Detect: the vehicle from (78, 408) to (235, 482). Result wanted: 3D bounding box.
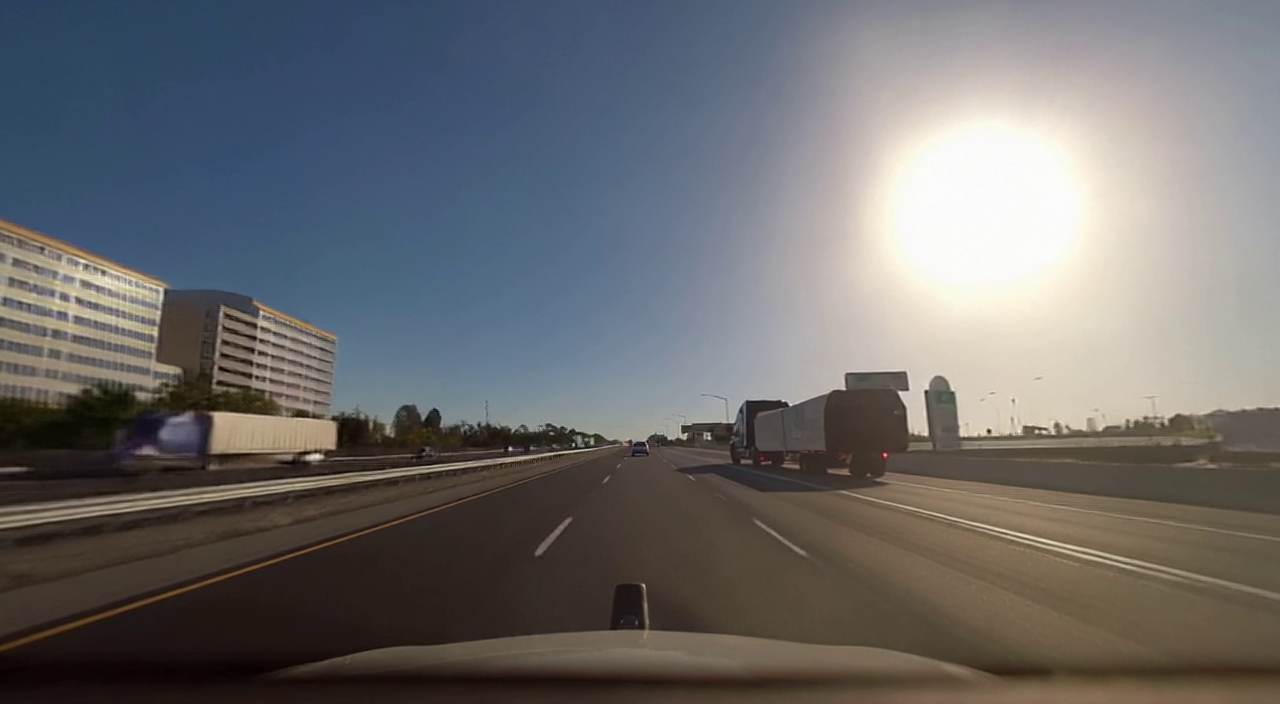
[{"bbox_3d":[-29.111,5.668,38.664,3.031,4.002,8.091,0,-8,0],"label":"vehicle"}]

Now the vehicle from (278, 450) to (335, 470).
[{"bbox_3d":[-25.310,8.209,48.104,1.925,1.440,4.339,0,-8,1],"label":"vehicle"}]

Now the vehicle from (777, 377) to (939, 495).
[{"bbox_3d":[6.810,2.856,21.248,2.793,3.204,7.997,0,-8,2],"label":"vehicle"}]
